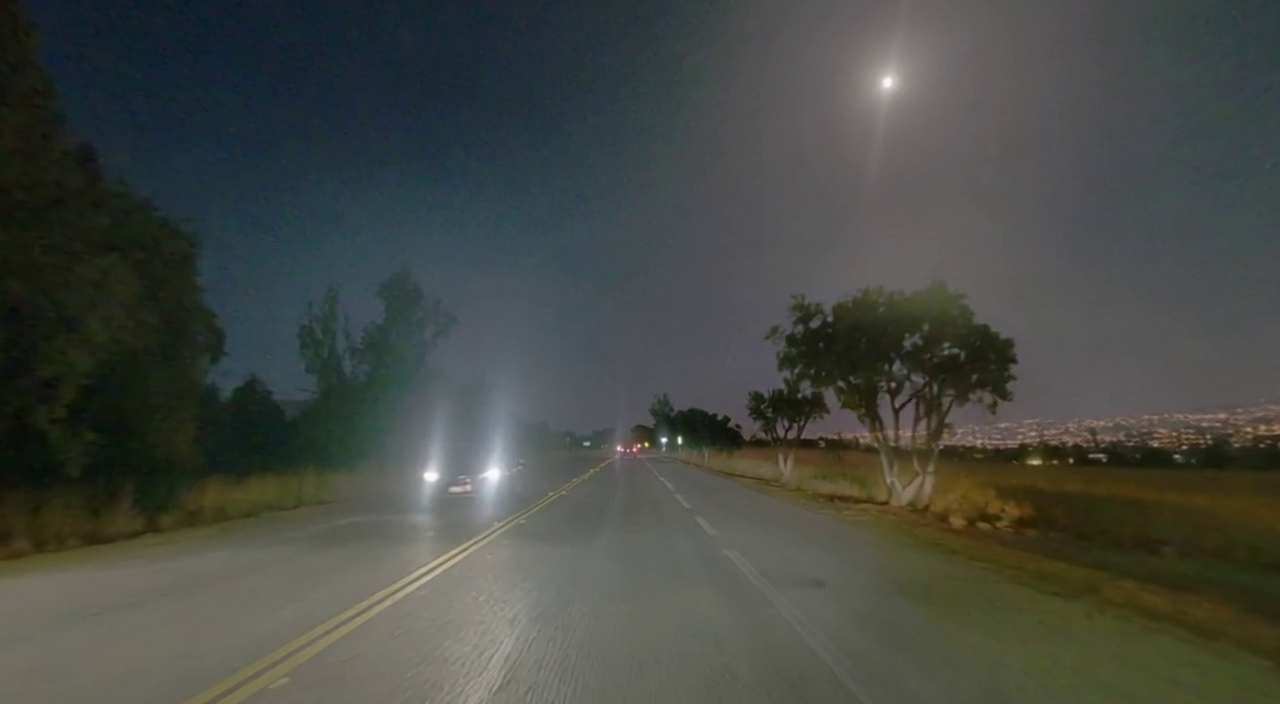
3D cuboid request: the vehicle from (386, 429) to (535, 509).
[{"bbox_3d":[-4.564,3.080,17.041,2.695,1.840,4.689,0,-9,-1],"label":"vehicle"}]
